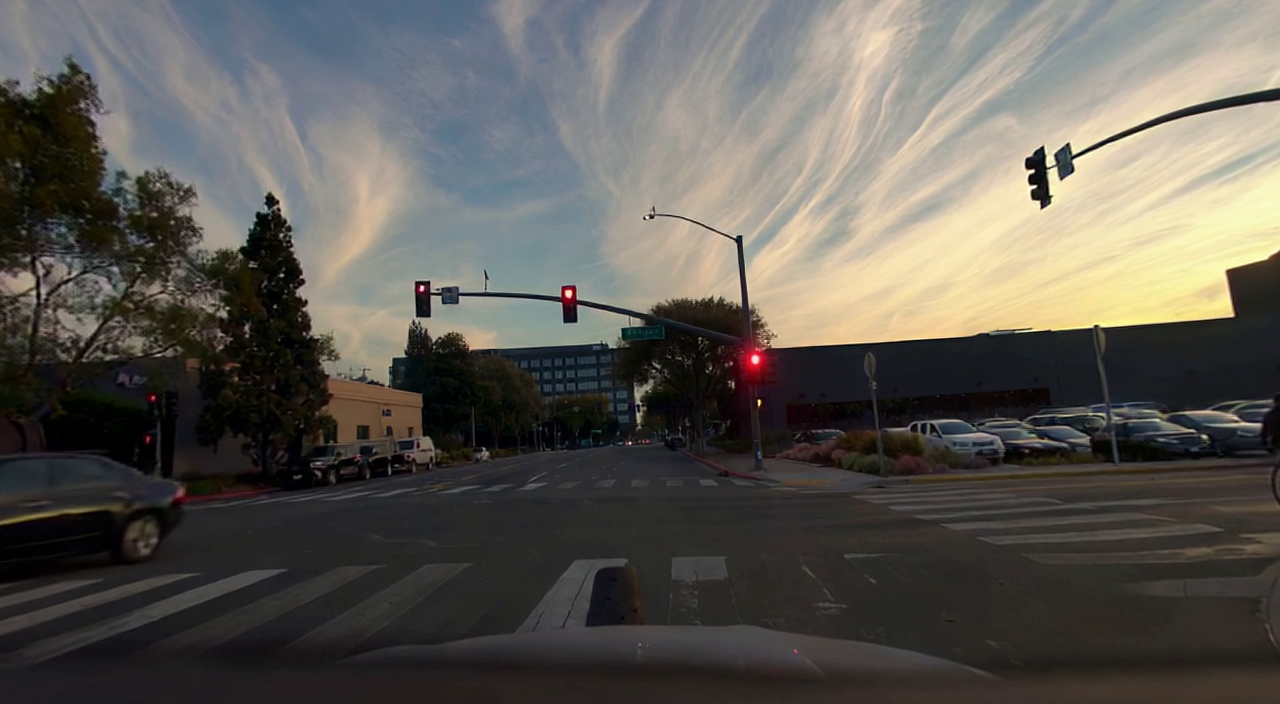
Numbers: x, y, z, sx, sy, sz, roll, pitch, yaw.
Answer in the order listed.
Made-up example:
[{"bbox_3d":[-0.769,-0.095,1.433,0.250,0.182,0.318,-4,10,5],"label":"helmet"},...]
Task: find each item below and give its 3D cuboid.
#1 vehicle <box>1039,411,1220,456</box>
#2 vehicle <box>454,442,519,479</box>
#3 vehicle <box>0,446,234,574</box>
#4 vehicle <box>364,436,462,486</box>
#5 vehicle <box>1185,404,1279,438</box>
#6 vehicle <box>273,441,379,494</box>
[{"bbox_3d":[16.910,2.907,22.122,4.560,1.453,1.851,-3,-9,18],"label":"vehicle"},{"bbox_3d":[-7.024,4.994,29.317,2.024,1.470,4.153,-3,-9,-1],"label":"vehicle"},{"bbox_3d":[-7.875,1.879,7.764,1.855,1.419,4.385,-6,-11,36],"label":"vehicle"},{"bbox_3d":[-10.213,4.955,29.049,2.475,1.940,5.702,-3,-9,-1],"label":"vehicle"},{"bbox_3d":[34.860,4.029,36.689,4.326,1.511,1.725,-8,-9,16],"label":"vehicle"},{"bbox_3d":[-13.768,5.062,28.137,2.251,1.957,4.968,-4,-9,-1],"label":"vehicle"}]
